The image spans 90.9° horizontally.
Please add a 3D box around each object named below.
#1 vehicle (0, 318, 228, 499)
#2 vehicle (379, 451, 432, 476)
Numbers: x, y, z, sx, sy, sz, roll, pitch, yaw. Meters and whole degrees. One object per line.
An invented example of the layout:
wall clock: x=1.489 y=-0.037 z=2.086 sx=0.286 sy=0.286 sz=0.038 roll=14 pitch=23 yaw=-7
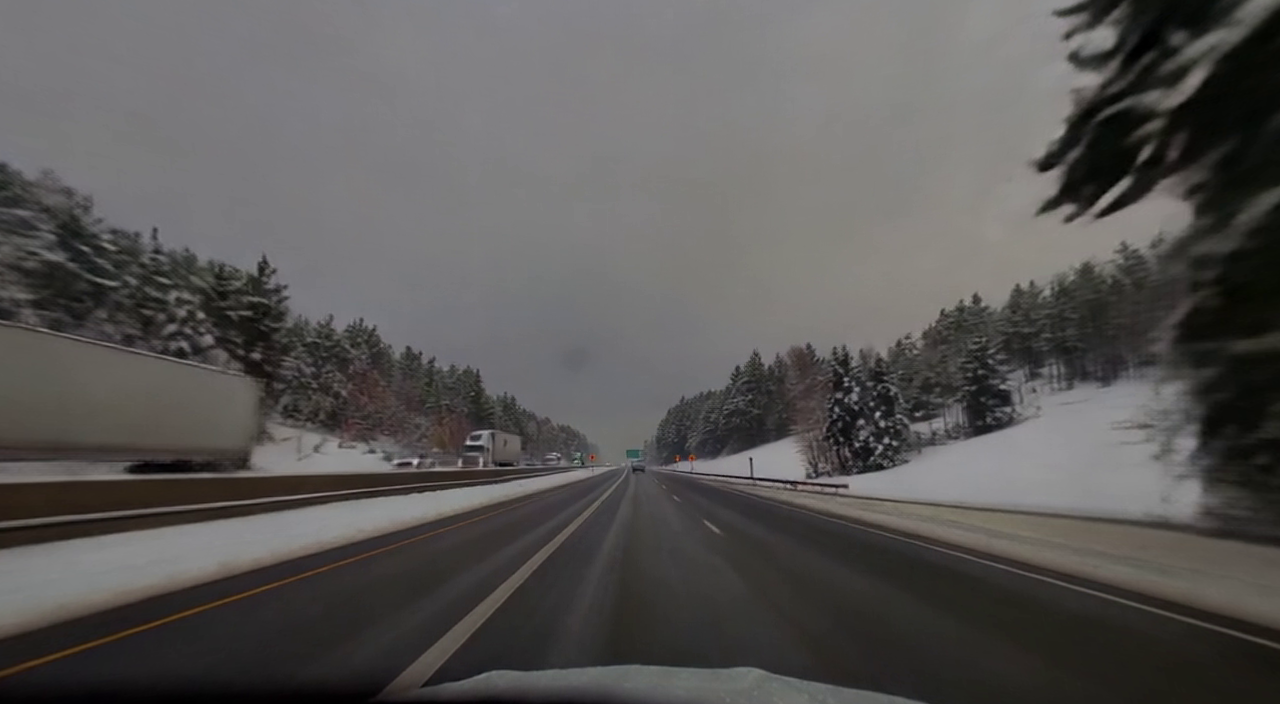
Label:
vehicle: x=-15.907 y=1.387 z=14.861 sx=2.901 sy=4.018 sz=14.126 roll=1 pitch=-10 yaw=0
vehicle: x=-15.983 y=7.676 z=43.232 sx=1.889 sy=1.586 sz=4.435 roll=1 pitch=-10 yaw=0
